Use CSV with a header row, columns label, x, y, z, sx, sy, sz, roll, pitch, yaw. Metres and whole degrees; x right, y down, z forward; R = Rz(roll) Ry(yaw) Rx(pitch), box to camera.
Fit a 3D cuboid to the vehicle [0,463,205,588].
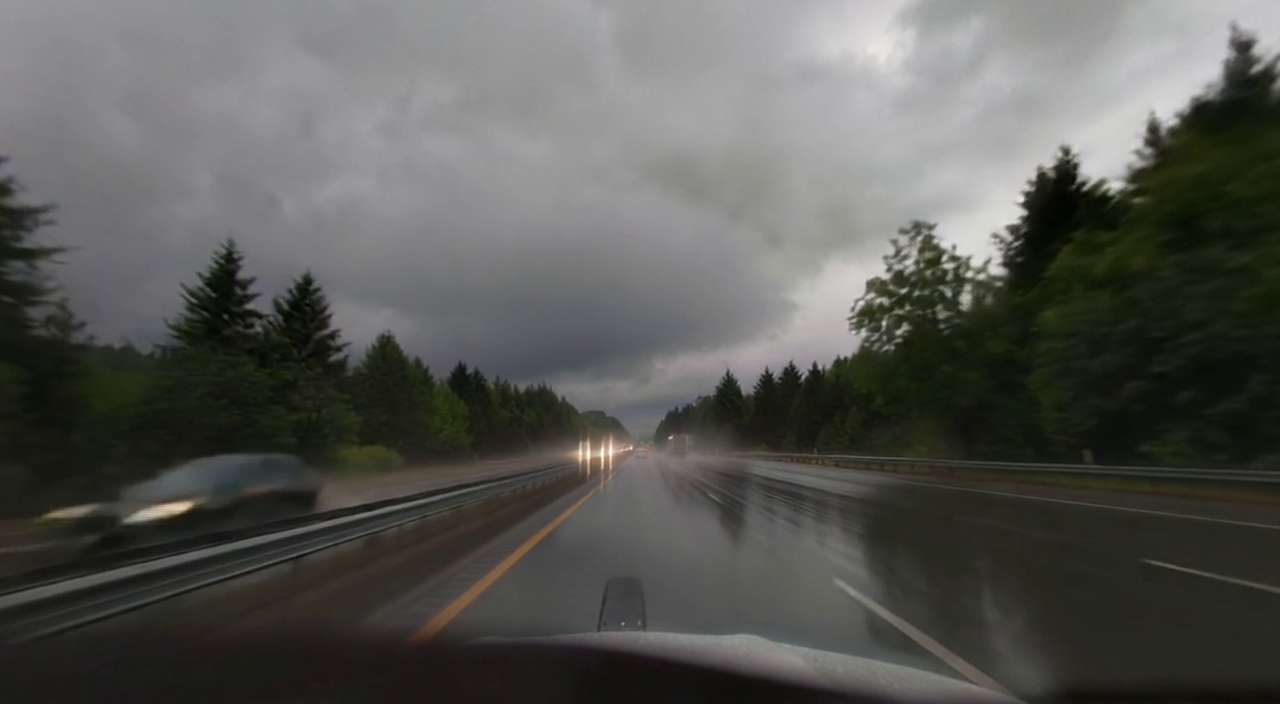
label,x,y,z,sx,sy,sz,roll,pitch,yaw
vehicle,-8.766,2.419,9.293,1.777,1.444,4.029,0,-9,0
